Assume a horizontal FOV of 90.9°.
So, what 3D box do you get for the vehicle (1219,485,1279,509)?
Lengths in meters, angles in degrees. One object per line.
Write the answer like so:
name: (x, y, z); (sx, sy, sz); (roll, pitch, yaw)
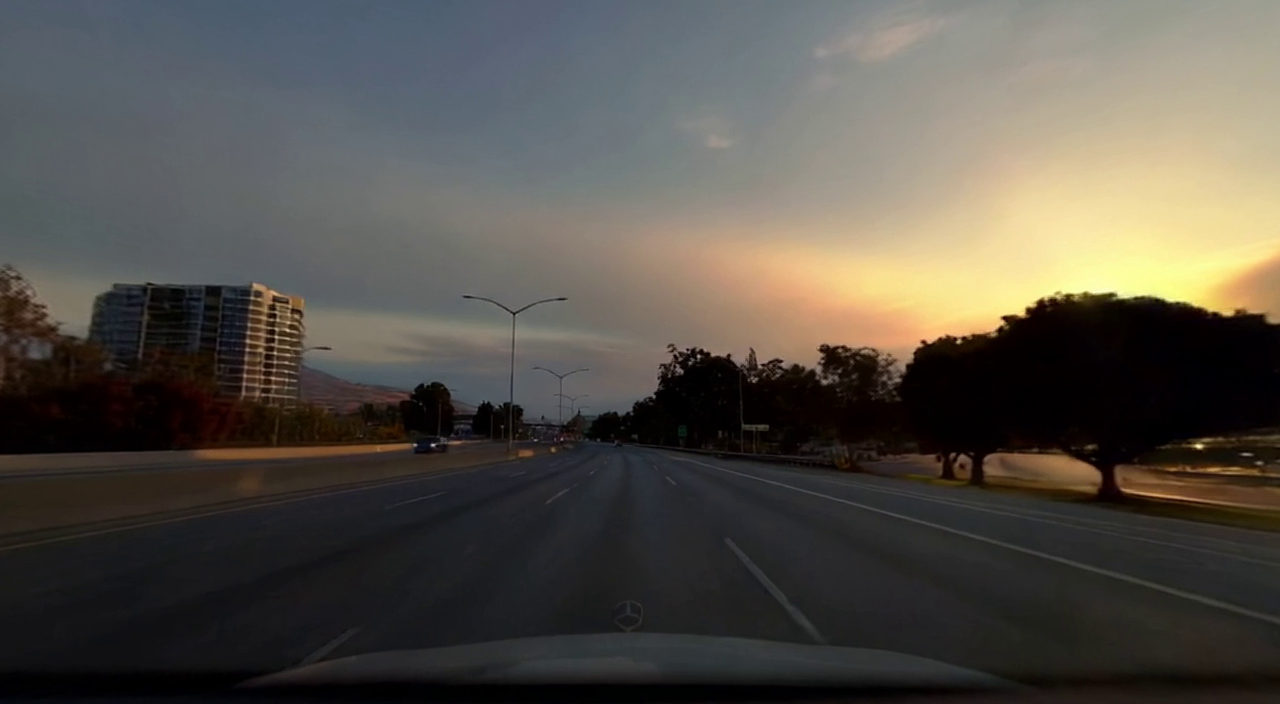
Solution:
vehicle: (45.446, 10.714, 46.712); (4.599, 1.530, 2.012); (6, -11, -25)
